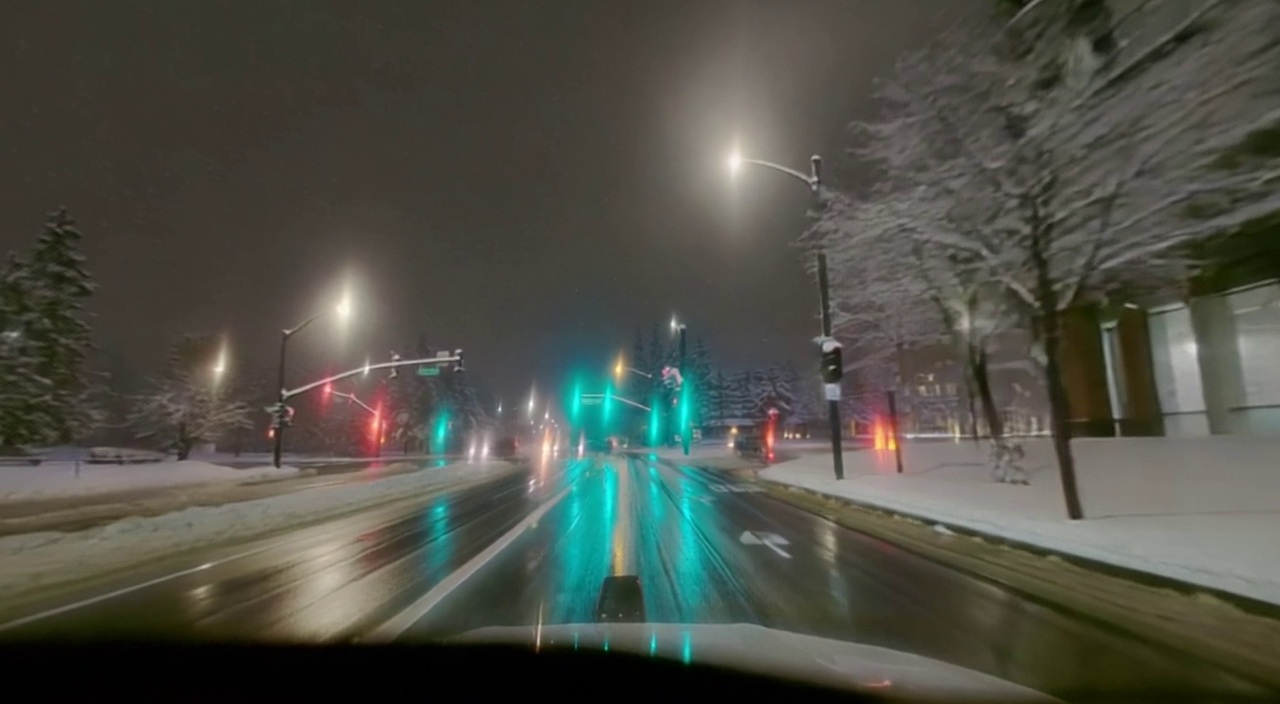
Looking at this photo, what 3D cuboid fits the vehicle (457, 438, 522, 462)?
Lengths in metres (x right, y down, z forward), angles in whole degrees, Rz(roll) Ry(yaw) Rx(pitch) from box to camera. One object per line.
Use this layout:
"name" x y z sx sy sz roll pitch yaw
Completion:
"vehicle" -10.642 6.950 45.002 2.111 1.598 4.359 -4 -10 26
